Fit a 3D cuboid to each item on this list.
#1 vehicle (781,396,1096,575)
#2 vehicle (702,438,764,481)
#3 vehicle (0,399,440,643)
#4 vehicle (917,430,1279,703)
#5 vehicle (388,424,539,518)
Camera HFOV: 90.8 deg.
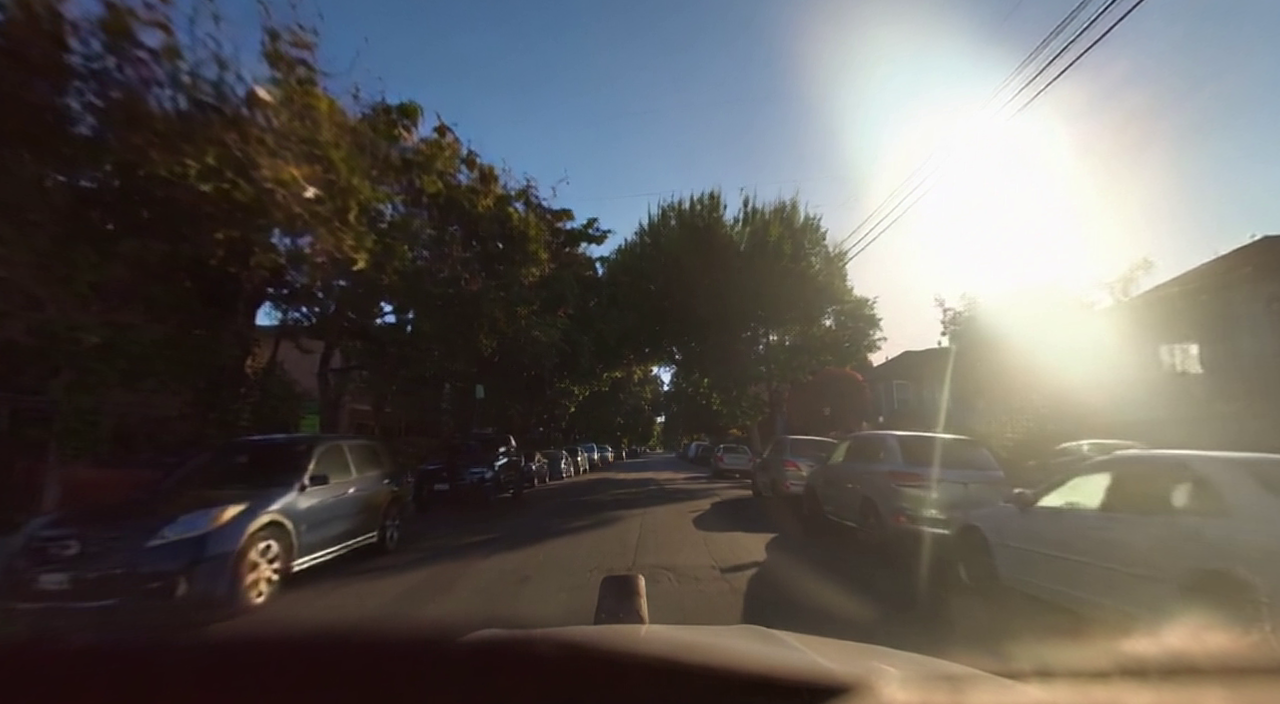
[{"bbox_3d":[3.897,1.880,9.708,1.995,1.944,5.400,1,-9,-3],"label":"vehicle"},{"bbox_3d":[4.434,5.206,30.861,2.306,1.901,4.908,0,-9,0],"label":"vehicle"},{"bbox_3d":[-4.712,1.756,7.816,2.683,1.923,5.421,0,-9,0],"label":"vehicle"},{"bbox_3d":[3.940,1.324,4.474,1.808,1.437,4.337,1,-9,-3],"label":"vehicle"},{"bbox_3d":[-4.563,3.185,17.483,2.461,2.145,5.415,0,-9,1],"label":"vehicle"}]
